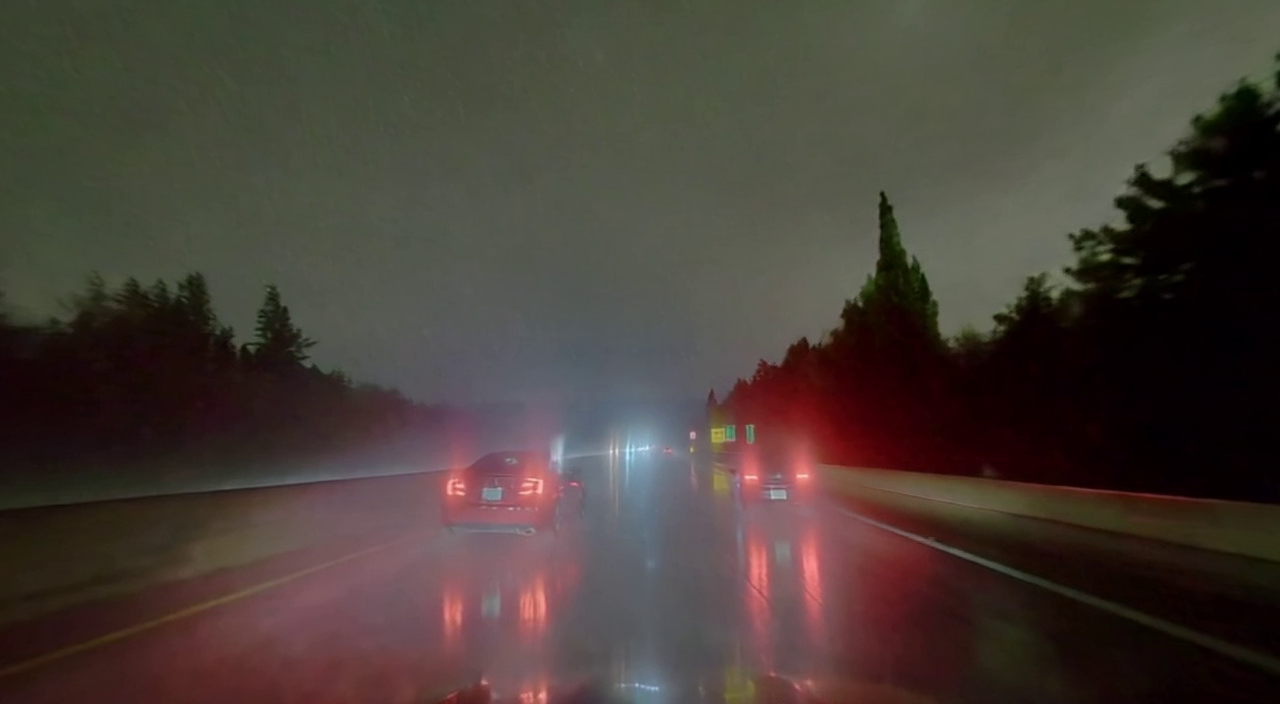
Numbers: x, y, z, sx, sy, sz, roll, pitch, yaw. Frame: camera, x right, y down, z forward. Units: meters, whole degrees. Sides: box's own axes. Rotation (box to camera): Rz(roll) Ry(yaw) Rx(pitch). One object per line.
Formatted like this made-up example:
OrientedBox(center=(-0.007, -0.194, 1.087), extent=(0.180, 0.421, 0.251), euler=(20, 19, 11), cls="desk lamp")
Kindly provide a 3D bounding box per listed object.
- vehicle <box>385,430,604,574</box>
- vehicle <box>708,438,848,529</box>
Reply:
OrientedBox(center=(-1.718, 1.973, 9.046), extent=(2.083, 1.548, 4.251), euler=(-1, -9, 1), cls="vehicle")
OrientedBox(center=(2.590, 2.585, 12.856), extent=(2.021, 1.533, 4.014), euler=(-1, -9, 1), cls="vehicle")
